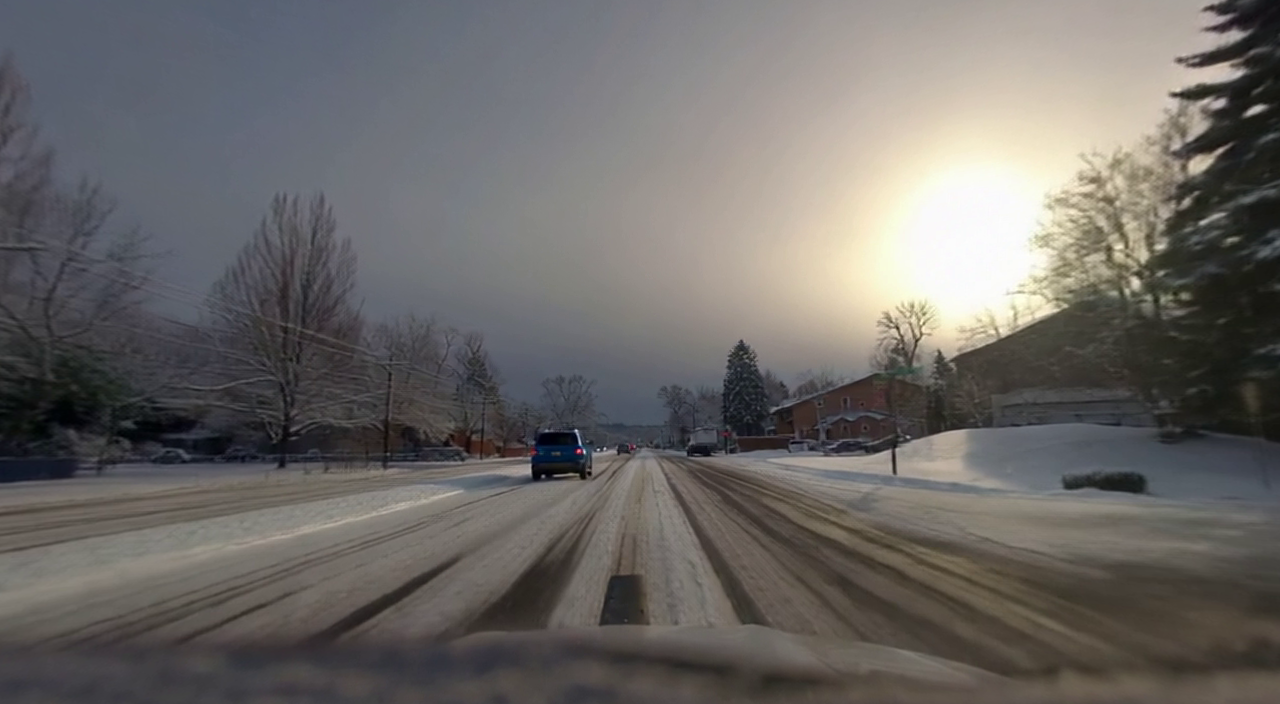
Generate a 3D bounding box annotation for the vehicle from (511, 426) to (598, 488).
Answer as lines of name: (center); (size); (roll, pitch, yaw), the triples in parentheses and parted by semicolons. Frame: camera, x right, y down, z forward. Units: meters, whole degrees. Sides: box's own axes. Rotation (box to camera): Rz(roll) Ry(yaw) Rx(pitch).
vehicle: (-2.744, 3.529, 21.485); (2.179, 1.851, 4.756); (0, -8, 2)
